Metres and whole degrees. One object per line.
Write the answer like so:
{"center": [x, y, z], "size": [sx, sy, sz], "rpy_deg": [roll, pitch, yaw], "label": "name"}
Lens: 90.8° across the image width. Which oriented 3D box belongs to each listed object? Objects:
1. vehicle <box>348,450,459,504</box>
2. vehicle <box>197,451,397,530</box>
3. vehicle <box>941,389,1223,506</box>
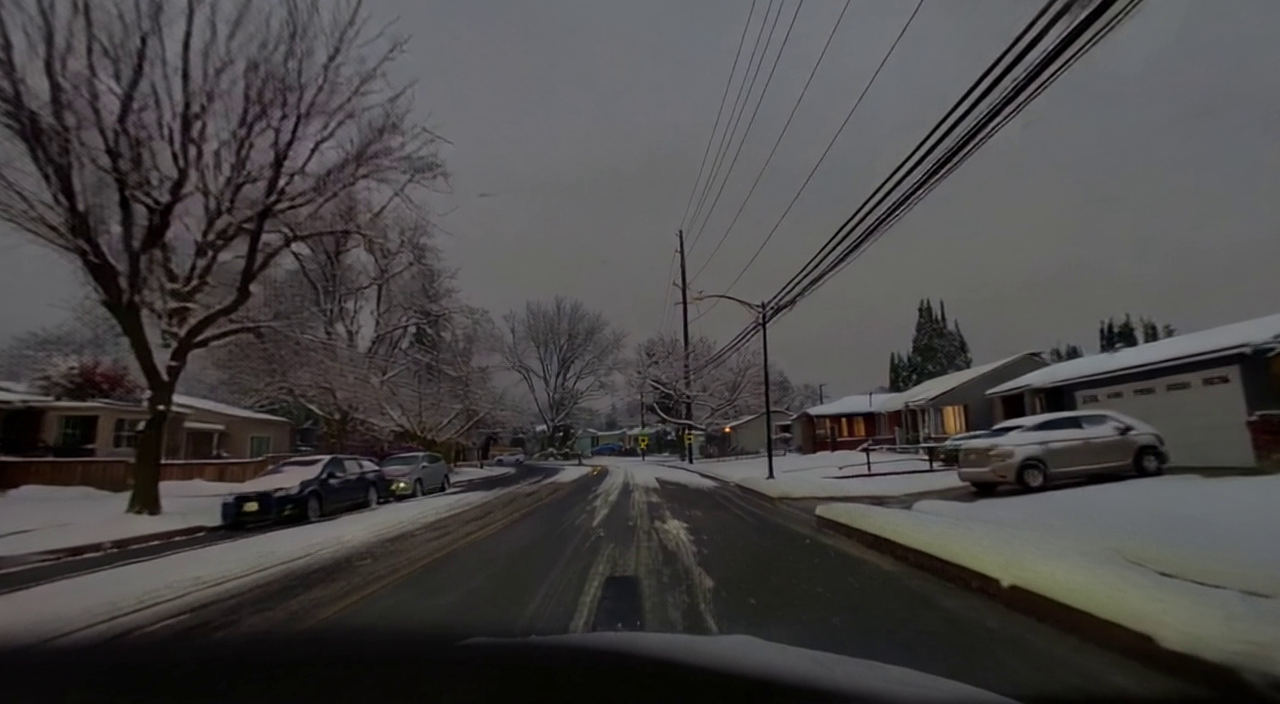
{"center": [-7.345, 3.883, 20.140], "size": [1.896, 1.484, 4.298], "rpy_deg": [0, -9, 0], "label": "vehicle"}
{"center": [-7.594, 3.060, 14.658], "size": [2.034, 1.493, 4.524], "rpy_deg": [0, -9, 1], "label": "vehicle"}
{"center": [8.600, 1.904, 12.619], "size": [4.025, 1.738, 1.920], "rpy_deg": [-6, -9, -1], "label": "vehicle"}
